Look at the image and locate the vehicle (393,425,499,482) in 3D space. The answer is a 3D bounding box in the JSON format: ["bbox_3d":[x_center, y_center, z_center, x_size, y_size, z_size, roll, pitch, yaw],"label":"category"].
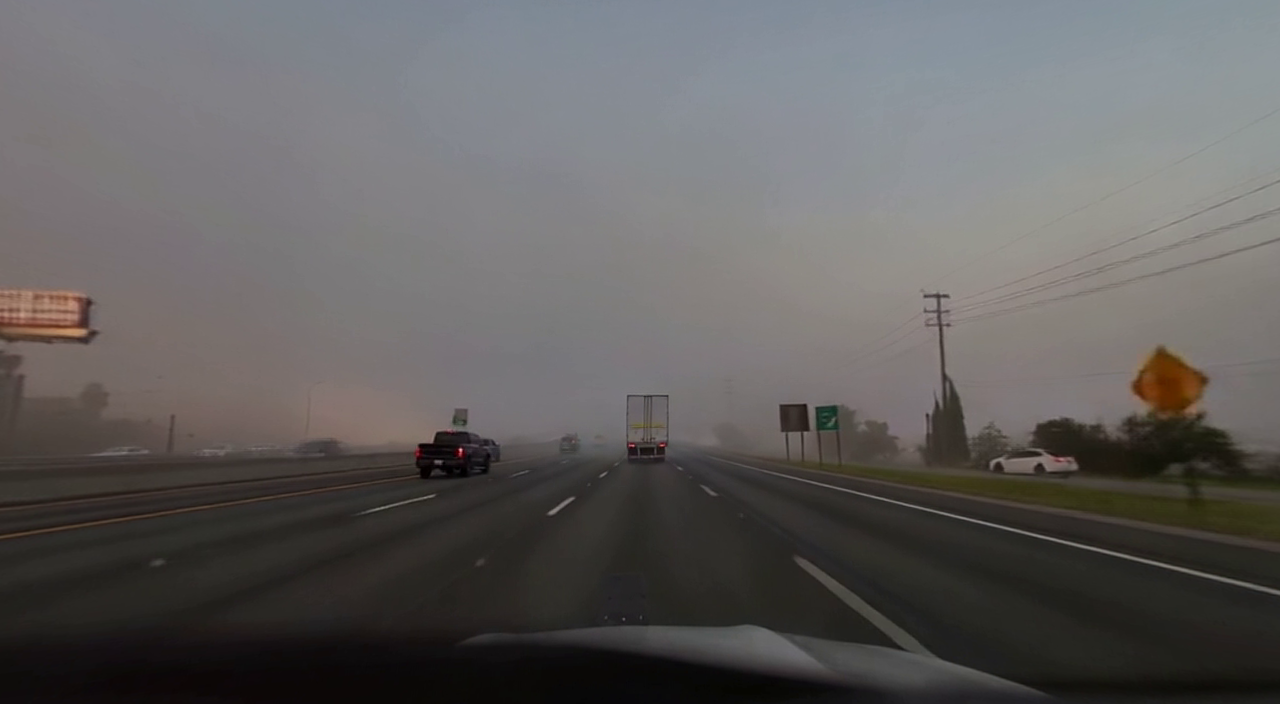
[{"bbox_3d":[-6.971,3.723,23.434,2.197,1.847,5.364,0,-8,1],"label":"vehicle"}]

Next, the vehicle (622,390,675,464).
[{"bbox_3d":[0.691,4.939,40.413,2.879,4.027,11.243,-1,-8,2],"label":"vehicle"}]

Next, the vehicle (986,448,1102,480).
[{"bbox_3d":[20.548,5.700,32.353,1.757,1.437,4.897,6,-10,-20],"label":"vehicle"}]

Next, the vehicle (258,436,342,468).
[{"bbox_3d":[-17.286,5.101,32.340,1.892,1.530,4.227,0,-8,1],"label":"vehicle"}]
